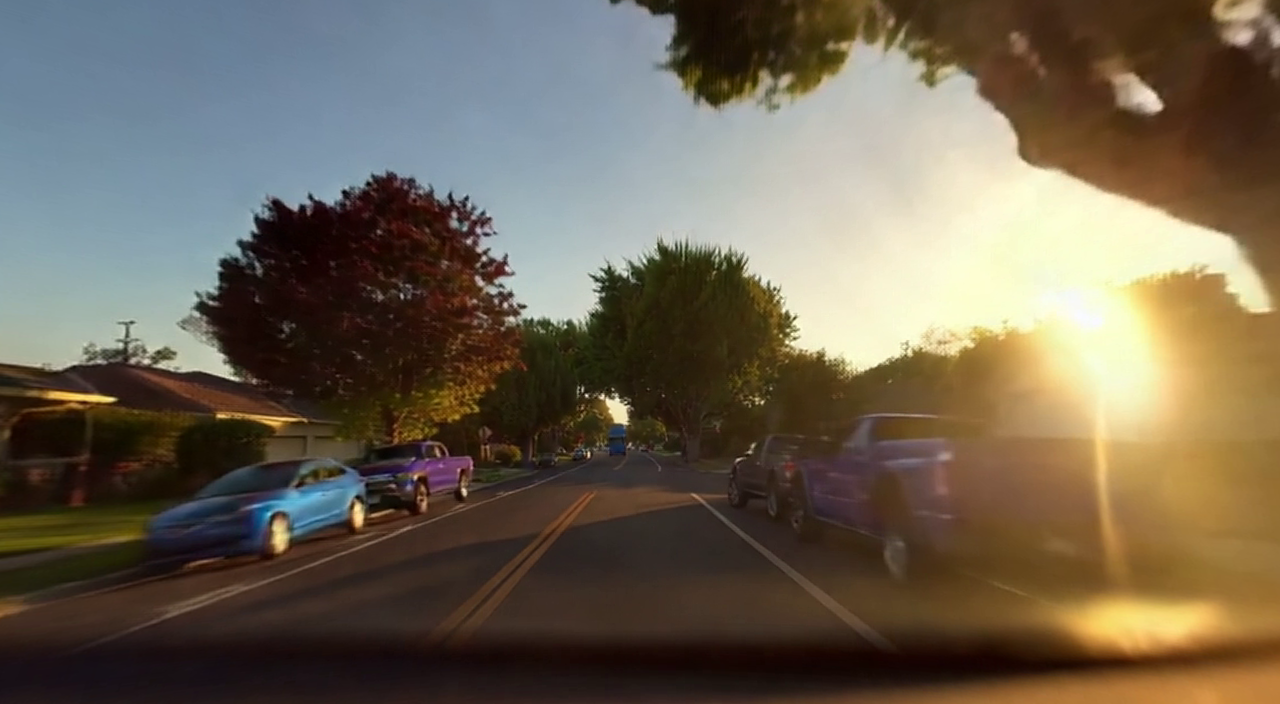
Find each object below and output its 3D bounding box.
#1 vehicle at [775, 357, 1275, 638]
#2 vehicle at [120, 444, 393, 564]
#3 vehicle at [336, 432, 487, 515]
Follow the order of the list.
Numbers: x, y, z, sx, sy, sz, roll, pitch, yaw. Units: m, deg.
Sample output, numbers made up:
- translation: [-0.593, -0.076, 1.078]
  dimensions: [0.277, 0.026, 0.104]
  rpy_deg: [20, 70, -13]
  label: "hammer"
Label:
- translation: [3.443, 1.492, 7.565]
  dimensions: [2.332, 2.044, 5.695]
  rpy_deg: [0, -9, 0]
  label: "vehicle"
- translation: [-6.860, 2.714, 12.260]
  dimensions: [2.005, 1.785, 5.179]
  rpy_deg: [-1, -9, 0]
  label: "vehicle"
- translation: [-6.532, 3.540, 19.025]
  dimensions: [2.302, 2.059, 5.758]
  rpy_deg: [-1, -9, 1]
  label: "vehicle"
